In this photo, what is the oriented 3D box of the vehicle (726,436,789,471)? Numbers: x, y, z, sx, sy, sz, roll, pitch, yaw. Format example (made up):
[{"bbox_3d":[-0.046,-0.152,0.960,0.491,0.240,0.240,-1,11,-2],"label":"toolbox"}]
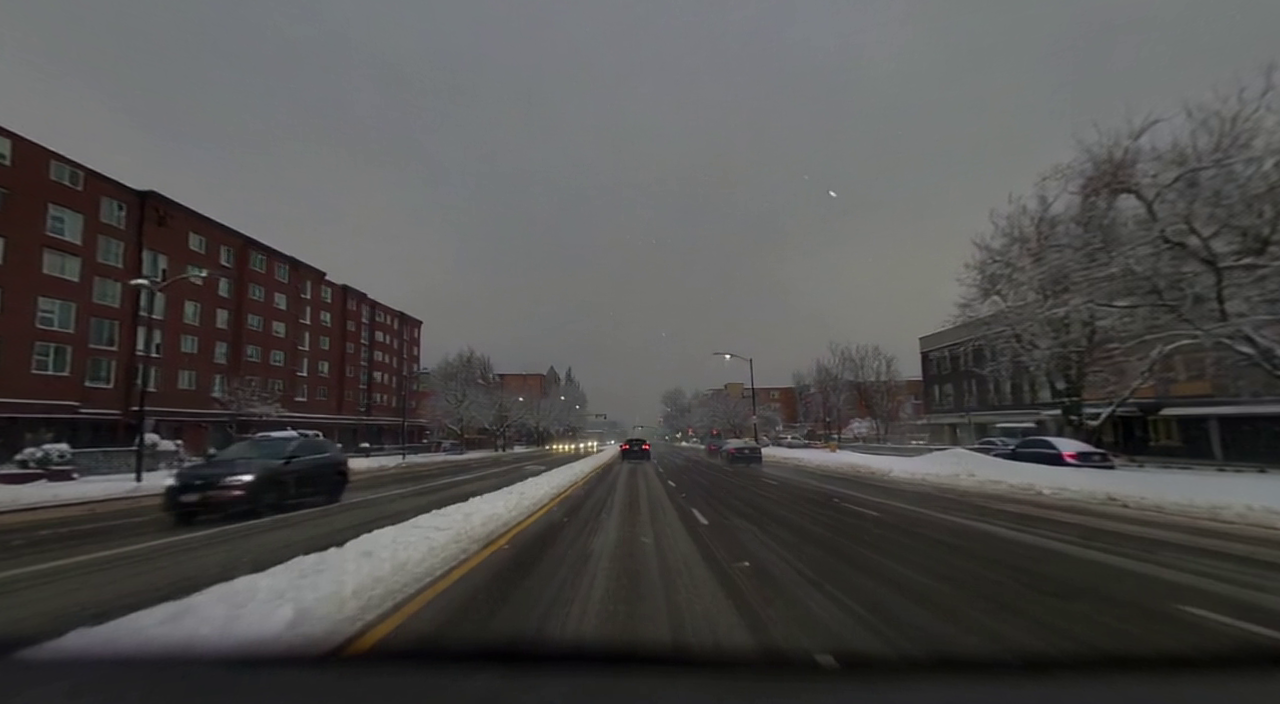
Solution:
[{"bbox_3d":[5.740,5.049,31.433,2.121,1.557,4.898,0,-9,-1],"label":"vehicle"}]

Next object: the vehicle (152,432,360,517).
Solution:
[{"bbox_3d":[-8.662,2.774,14.811,2.010,1.674,4.484,0,-9,0],"label":"vehicle"}]

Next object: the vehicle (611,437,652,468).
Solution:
[{"bbox_3d":[-0.436,5.502,34.572,2.106,1.553,3.964,0,-9,0],"label":"vehicle"}]

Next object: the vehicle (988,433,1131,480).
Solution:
[{"bbox_3d":[15.001,3.773,22.913,2.025,1.523,4.581,0,-8,0],"label":"vehicle"}]

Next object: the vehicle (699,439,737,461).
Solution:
[{"bbox_3d":[5.680,7.207,46.263,2.154,1.554,4.149,1,-9,-2],"label":"vehicle"}]
